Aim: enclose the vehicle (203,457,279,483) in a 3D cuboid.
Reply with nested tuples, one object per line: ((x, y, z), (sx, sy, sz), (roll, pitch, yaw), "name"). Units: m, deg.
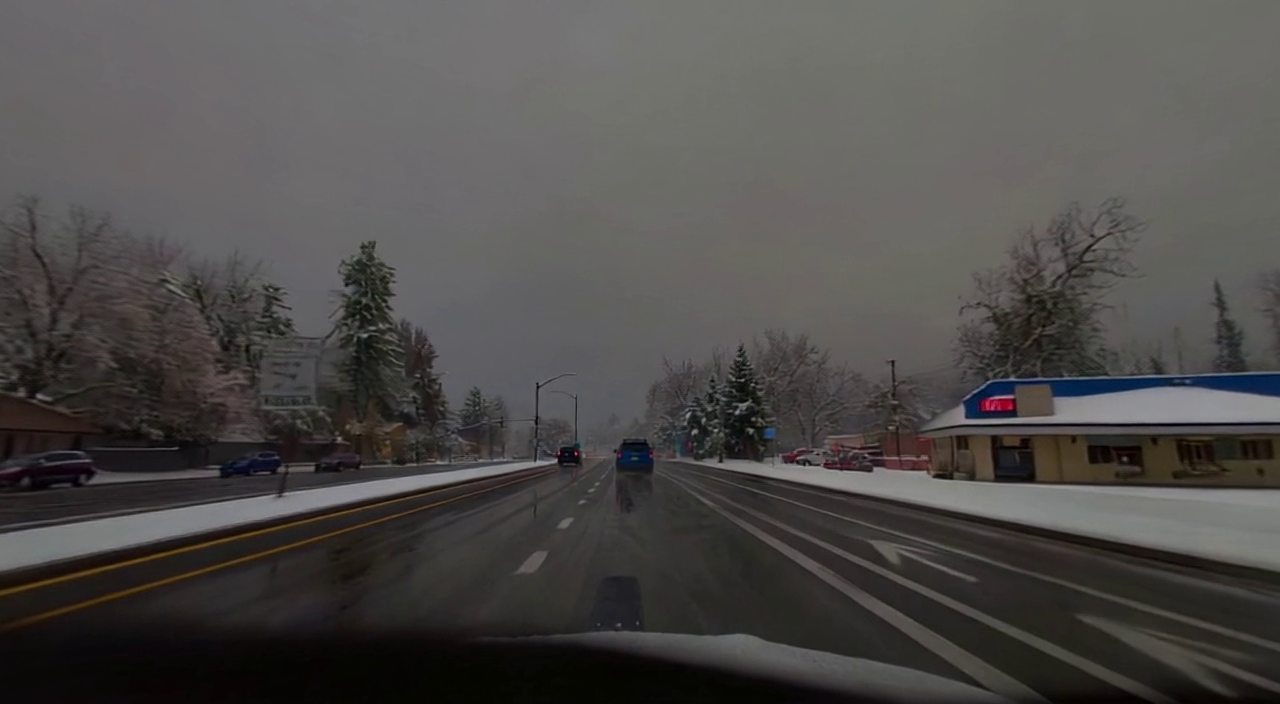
((-26.727, 7.898, 42.543), (1.955, 1.540, 5.041), (0, -9, -1), "vehicle")

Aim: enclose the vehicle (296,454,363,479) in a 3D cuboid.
((-20.774, 7.666, 42.571), (2.004, 1.546, 5.015), (0, -9, -1), "vehicle")

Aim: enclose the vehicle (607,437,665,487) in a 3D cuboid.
((-0.228, 4.656, 27.097), (2.273, 1.909, 5.075), (0, -9, -2), "vehicle")

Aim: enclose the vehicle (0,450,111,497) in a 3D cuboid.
((-26.118, 5.181, 27.446), (2.111, 1.839, 4.932), (0, -9, -2), "vehicle")

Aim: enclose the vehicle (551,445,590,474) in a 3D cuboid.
((-4.630, 7.209, 42.656), (2.202, 1.856, 4.516), (0, -9, -1), "vehicle")
